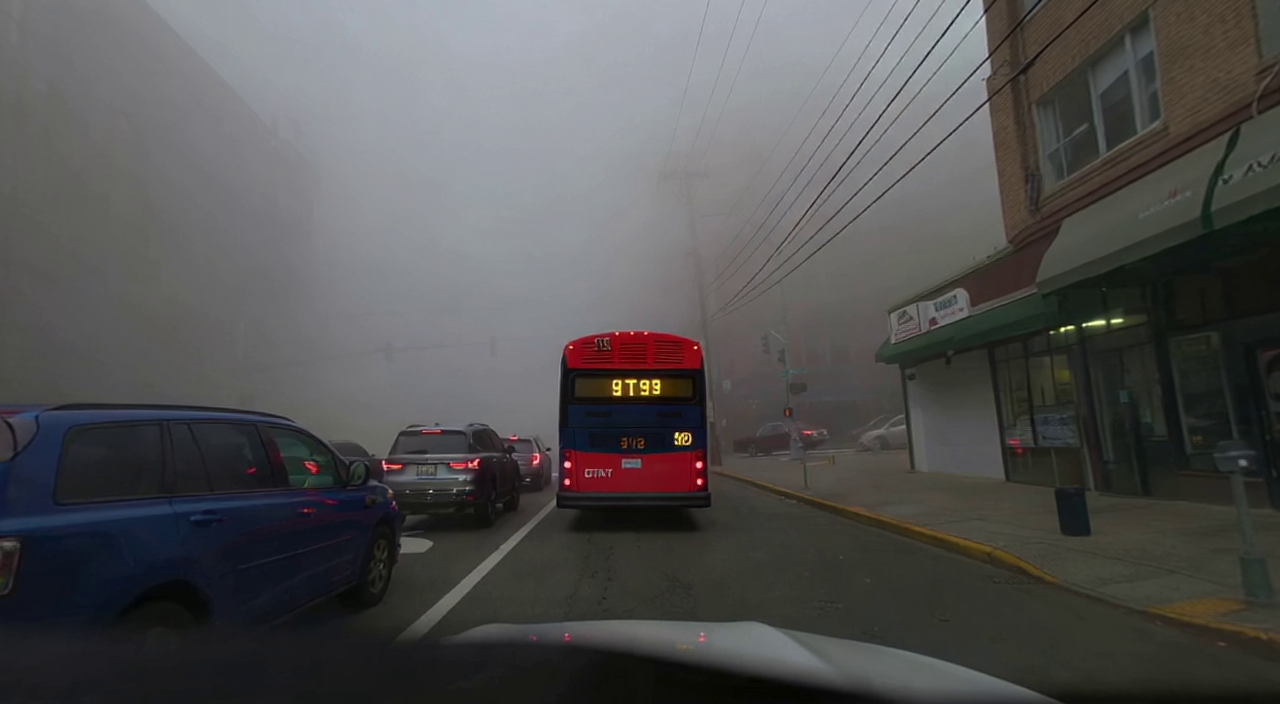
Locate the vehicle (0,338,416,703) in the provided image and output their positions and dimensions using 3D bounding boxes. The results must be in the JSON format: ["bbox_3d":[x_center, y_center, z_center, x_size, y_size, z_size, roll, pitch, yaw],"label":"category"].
[{"bbox_3d":[-3.225,1.089,3.966,2.020,1.725,4.384,0,-8,0],"label":"vehicle"}]

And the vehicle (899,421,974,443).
[{"bbox_3d":[22.243,6.024,47.471,4.827,1.555,1.863,1,-9,-7],"label":"vehicle"}]

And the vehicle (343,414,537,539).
[{"bbox_3d":[-3.346,2.195,11.771,2.096,1.828,4.669,0,-8,0],"label":"vehicle"}]

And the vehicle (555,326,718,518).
[{"bbox_3d":[-0.317,1.983,16.498,2.938,3.468,9.972,0,-9,-3],"label":"vehicle"}]

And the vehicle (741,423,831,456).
[{"bbox_3d":[9.940,6.043,43.493,5.788,2.165,2.491,-2,-9,10],"label":"vehicle"}]
